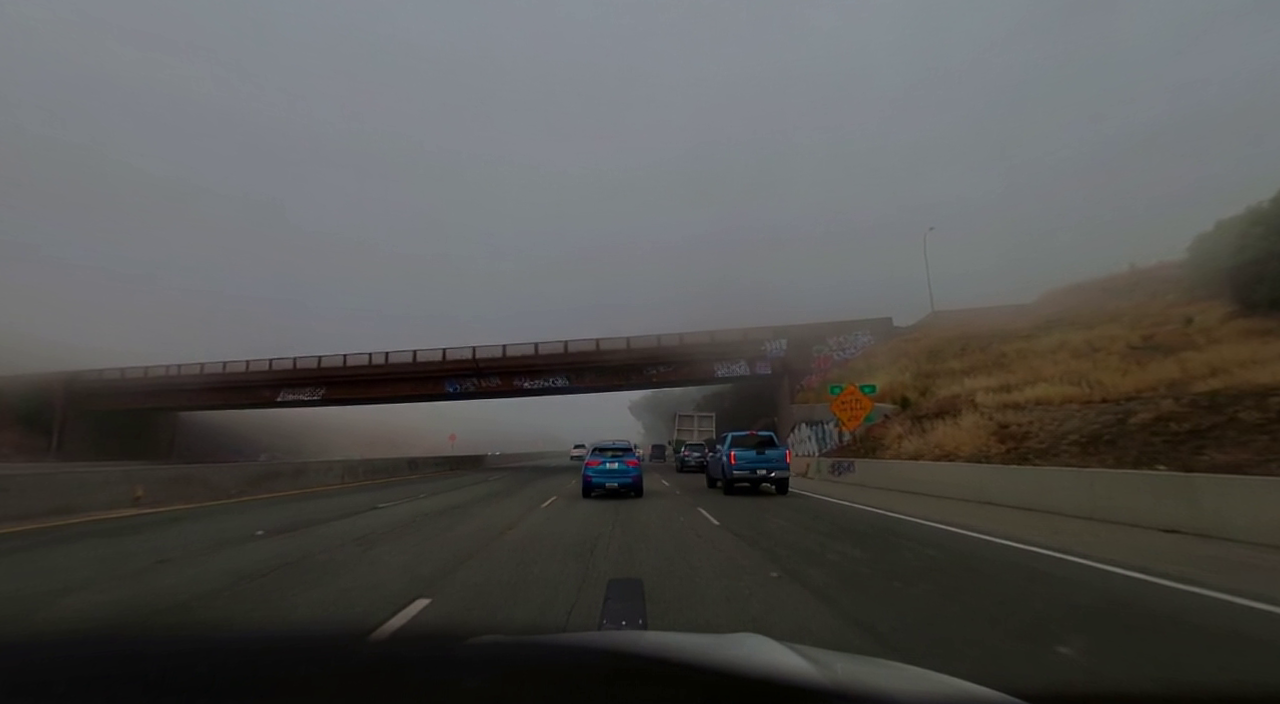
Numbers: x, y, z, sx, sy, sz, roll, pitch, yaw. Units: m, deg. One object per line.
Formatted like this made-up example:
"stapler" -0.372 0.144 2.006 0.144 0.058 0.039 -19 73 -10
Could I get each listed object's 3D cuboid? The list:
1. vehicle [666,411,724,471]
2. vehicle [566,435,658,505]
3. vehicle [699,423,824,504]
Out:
"vehicle" 3.320 5.681 40.119 2.873 3.408 7.323 0 -8 -1
"vehicle" -0.701 3.120 17.104 2.193 1.651 3.946 0 -8 -1
"vehicle" 3.196 3.117 18.152 2.311 1.922 5.977 0 -8 -1
